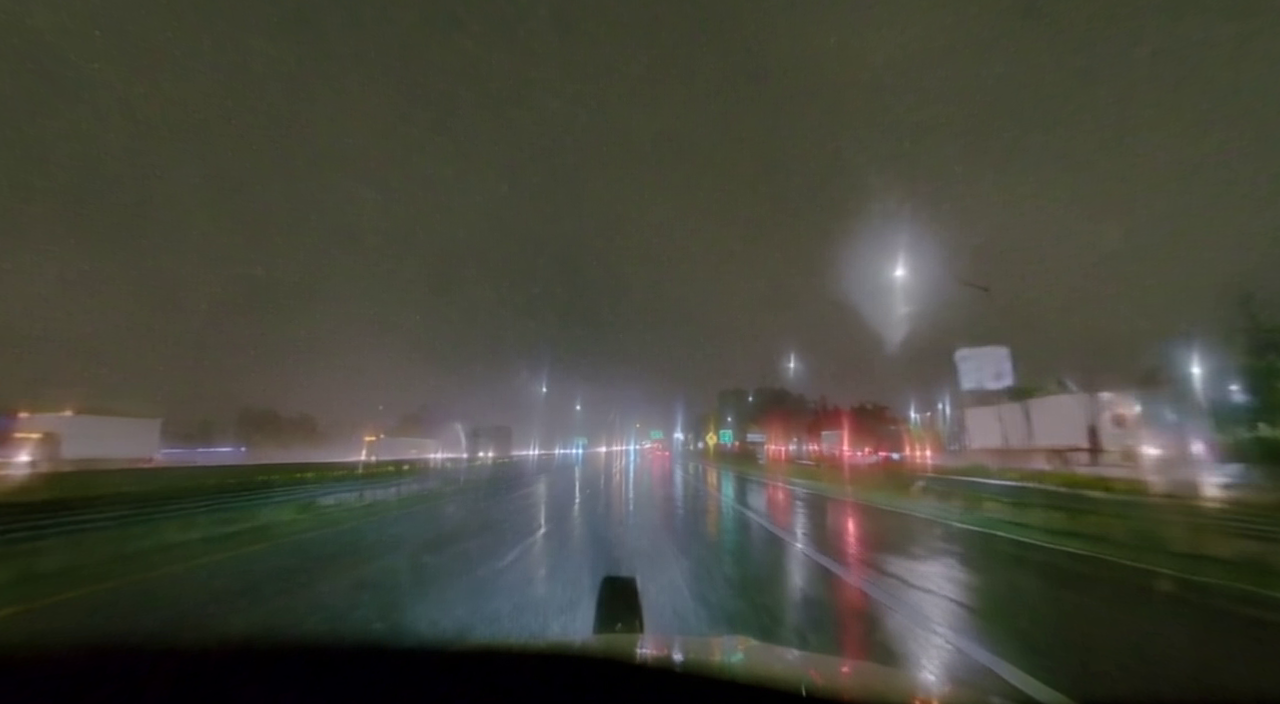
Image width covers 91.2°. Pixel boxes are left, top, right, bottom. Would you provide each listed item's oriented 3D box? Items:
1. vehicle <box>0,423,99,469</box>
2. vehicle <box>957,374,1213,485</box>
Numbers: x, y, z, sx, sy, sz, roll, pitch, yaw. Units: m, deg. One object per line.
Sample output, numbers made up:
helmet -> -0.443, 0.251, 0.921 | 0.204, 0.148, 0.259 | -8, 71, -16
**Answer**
vehicle -> -34.501, 5.312, 35.067 | 2.235, 2.370, 7.070 | -1, -9, -1
vehicle -> 20.490, 3.929, 31.129 | 2.840, 4.125, 15.151 | -1, -8, 5
